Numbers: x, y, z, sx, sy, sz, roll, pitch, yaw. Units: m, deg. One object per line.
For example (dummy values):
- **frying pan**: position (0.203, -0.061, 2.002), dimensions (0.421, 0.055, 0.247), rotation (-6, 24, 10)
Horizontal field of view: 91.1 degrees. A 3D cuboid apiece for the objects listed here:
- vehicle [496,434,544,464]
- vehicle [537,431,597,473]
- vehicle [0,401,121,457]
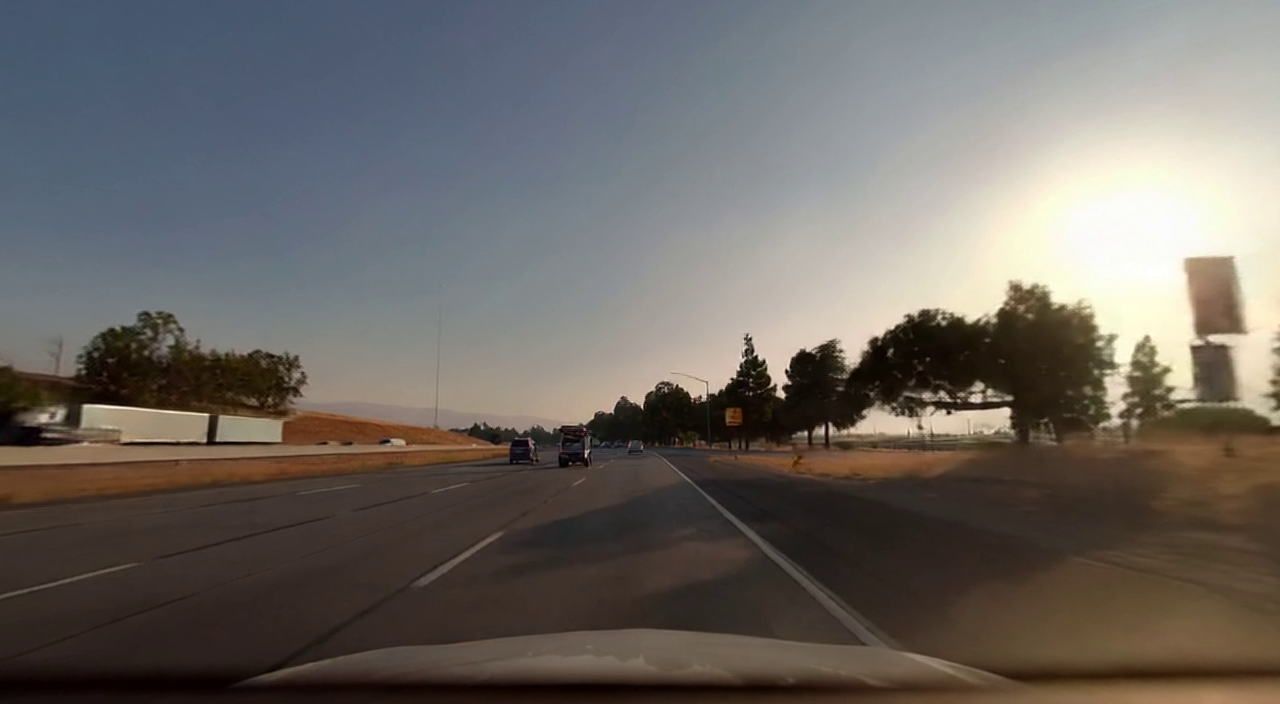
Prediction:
- **vehicle**: position (-7.493, 6.097, 39.618), dimensions (2.078, 1.729, 4.722), rotation (0, -8, 0)
- **vehicle**: position (-3.203, 4.474, 28.258), dimensions (2.194, 1.766, 3.720), rotation (0, -8, 0)
- **vehicle**: position (-42.564, 5.630, 45.356), dimensions (2.961, 3.669, 8.028), rotation (0, -8, 2)
